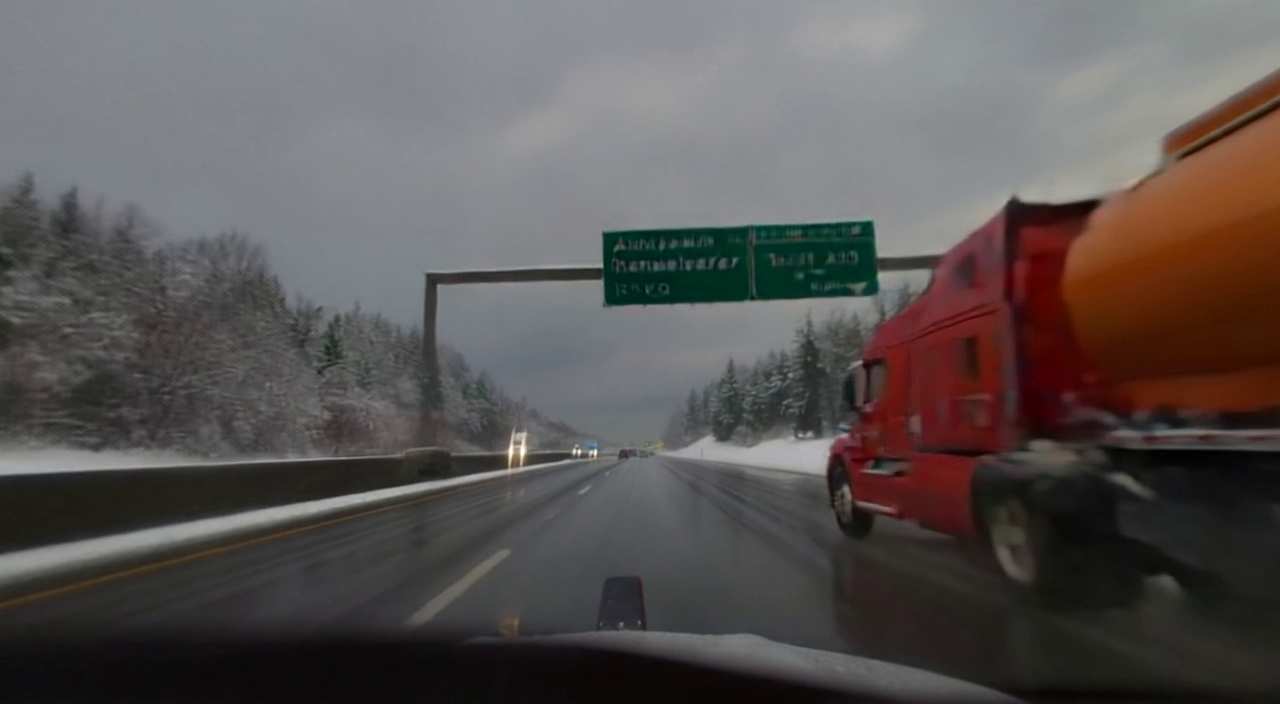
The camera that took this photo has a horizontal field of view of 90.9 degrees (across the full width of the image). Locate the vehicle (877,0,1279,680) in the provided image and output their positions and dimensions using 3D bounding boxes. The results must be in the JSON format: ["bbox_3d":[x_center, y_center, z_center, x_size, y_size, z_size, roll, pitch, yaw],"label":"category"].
[{"bbox_3d":[4.338,-0.952,0.532,2.784,4.080,13.516,-2,-9,-1],"label":"vehicle"}]
